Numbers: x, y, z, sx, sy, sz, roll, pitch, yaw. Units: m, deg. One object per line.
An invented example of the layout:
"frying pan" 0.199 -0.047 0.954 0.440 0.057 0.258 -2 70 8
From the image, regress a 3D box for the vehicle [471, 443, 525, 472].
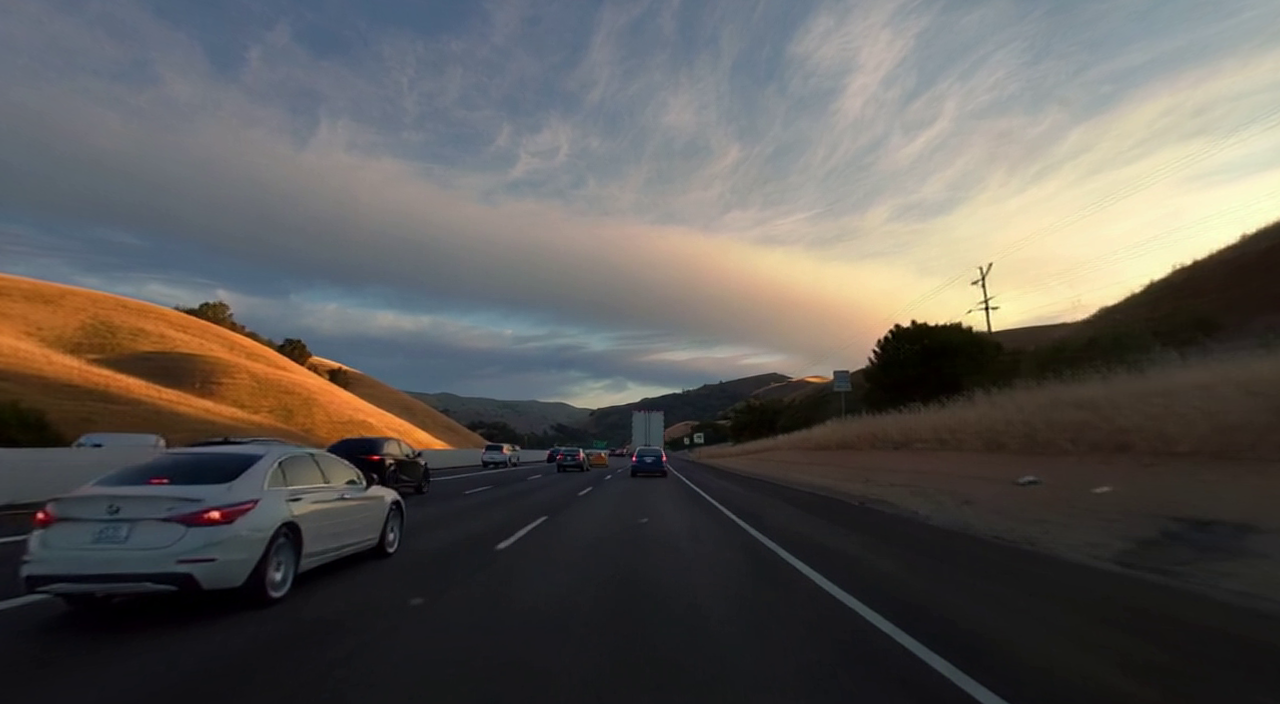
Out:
"vehicle" -10.649 7.985 47.875 2.421 2.025 6.236 0 -9 2

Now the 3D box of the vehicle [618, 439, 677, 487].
"vehicle" 0.303 4.670 26.772 2.281 1.795 4.297 1 -9 0

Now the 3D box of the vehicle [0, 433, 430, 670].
"vehicle" -3.905 1.616 6.336 1.943 1.468 4.547 1 -9 1

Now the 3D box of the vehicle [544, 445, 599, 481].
"vehicle" -3.428 5.661 32.340 2.155 1.661 4.477 0 -9 2
